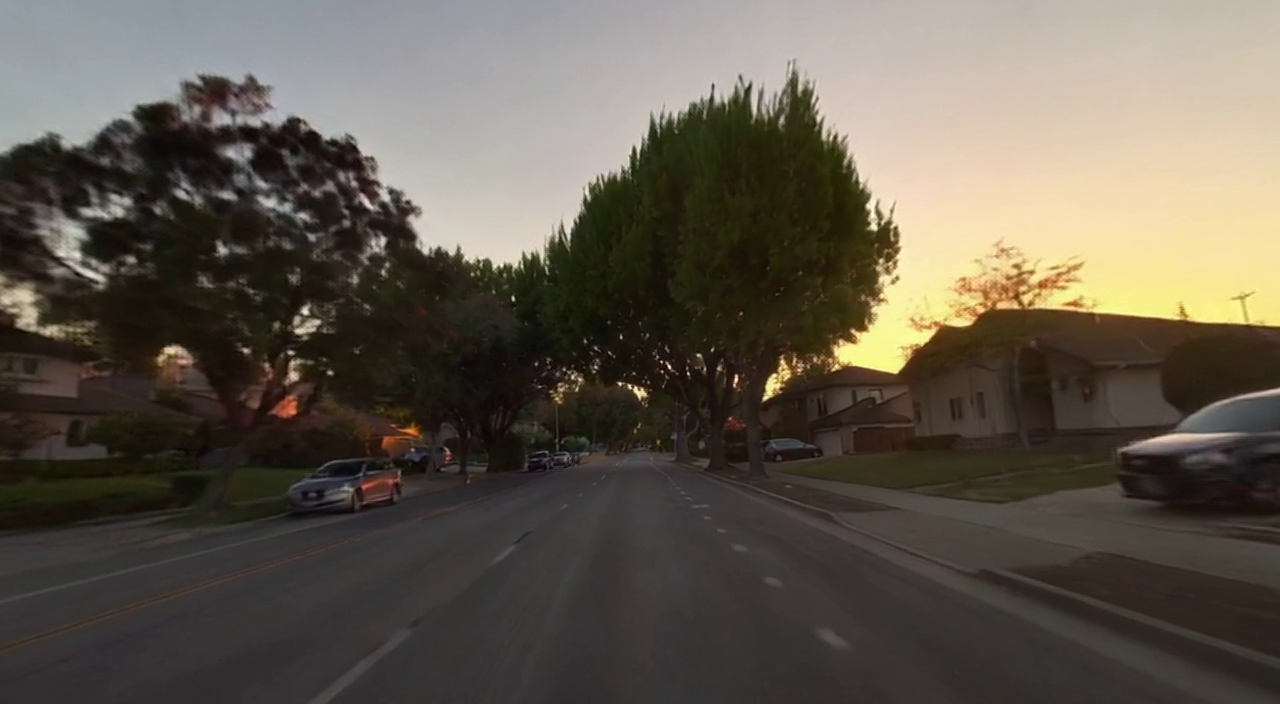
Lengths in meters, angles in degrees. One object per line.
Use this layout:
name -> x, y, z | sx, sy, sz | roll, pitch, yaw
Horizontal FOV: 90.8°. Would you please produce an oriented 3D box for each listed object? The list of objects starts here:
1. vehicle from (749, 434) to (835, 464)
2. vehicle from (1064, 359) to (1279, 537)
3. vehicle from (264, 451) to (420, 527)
vehicle -> 8.903, 5.724, 37.271 | 4.535, 1.697, 1.968 | 0, -9, -1
vehicle -> 9.032, 1.096, 8.352 | 5.221, 1.958, 1.992 | -4, -9, 0
vehicle -> -7.573, 3.483, 16.657 | 1.973, 1.500, 4.781 | -5, -9, -3
